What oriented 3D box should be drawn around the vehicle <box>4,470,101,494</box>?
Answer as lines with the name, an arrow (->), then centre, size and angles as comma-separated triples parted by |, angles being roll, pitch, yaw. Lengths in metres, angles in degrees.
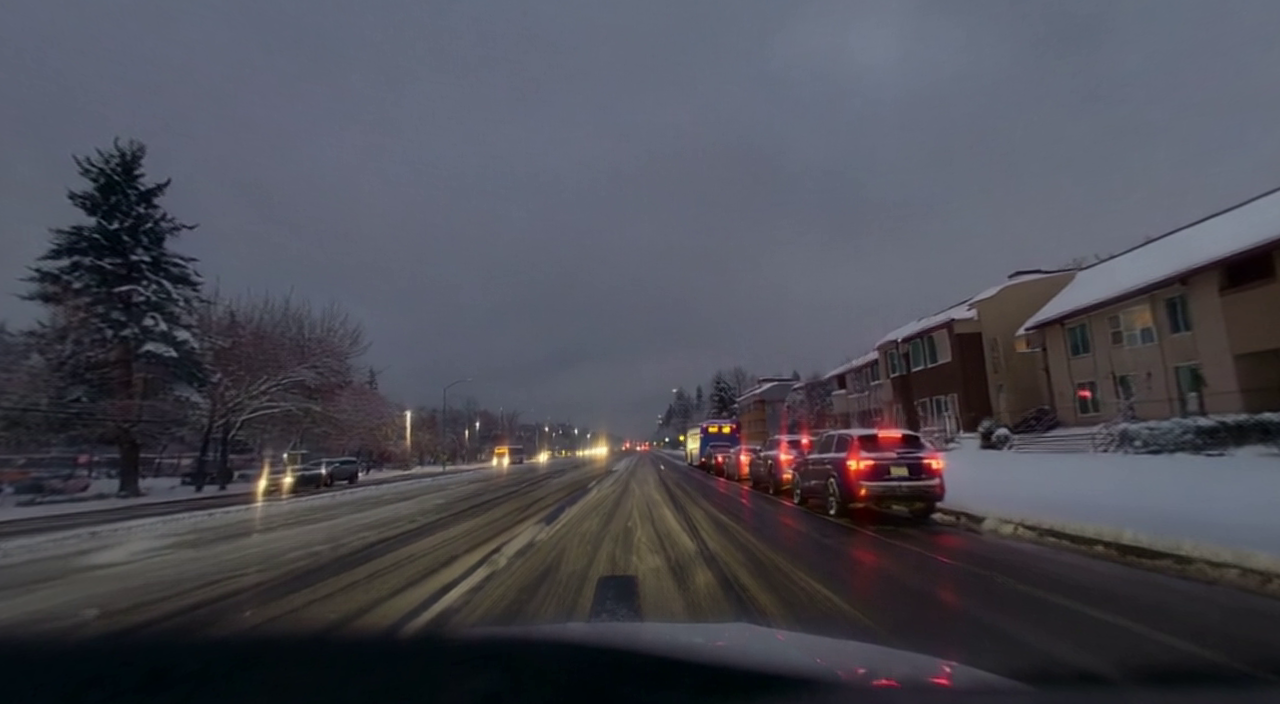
vehicle -> -41.492, 9.197, 44.681 | 4.609, 1.553, 2.129 | 0, -9, -1

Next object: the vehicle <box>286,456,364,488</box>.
vehicle -> -19.570, 7.458, 39.577 | 2.166, 1.804, 4.897 | -1, -8, 3

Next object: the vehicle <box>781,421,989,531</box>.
vehicle -> 4.441, 2.329, 12.495 | 2.094, 1.731, 4.763 | 0, -8, -1

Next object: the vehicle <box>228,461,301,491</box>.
vehicle -> -28.818, 9.488, 48.561 | 4.426, 1.782, 2.056 | -5, -8, 1
